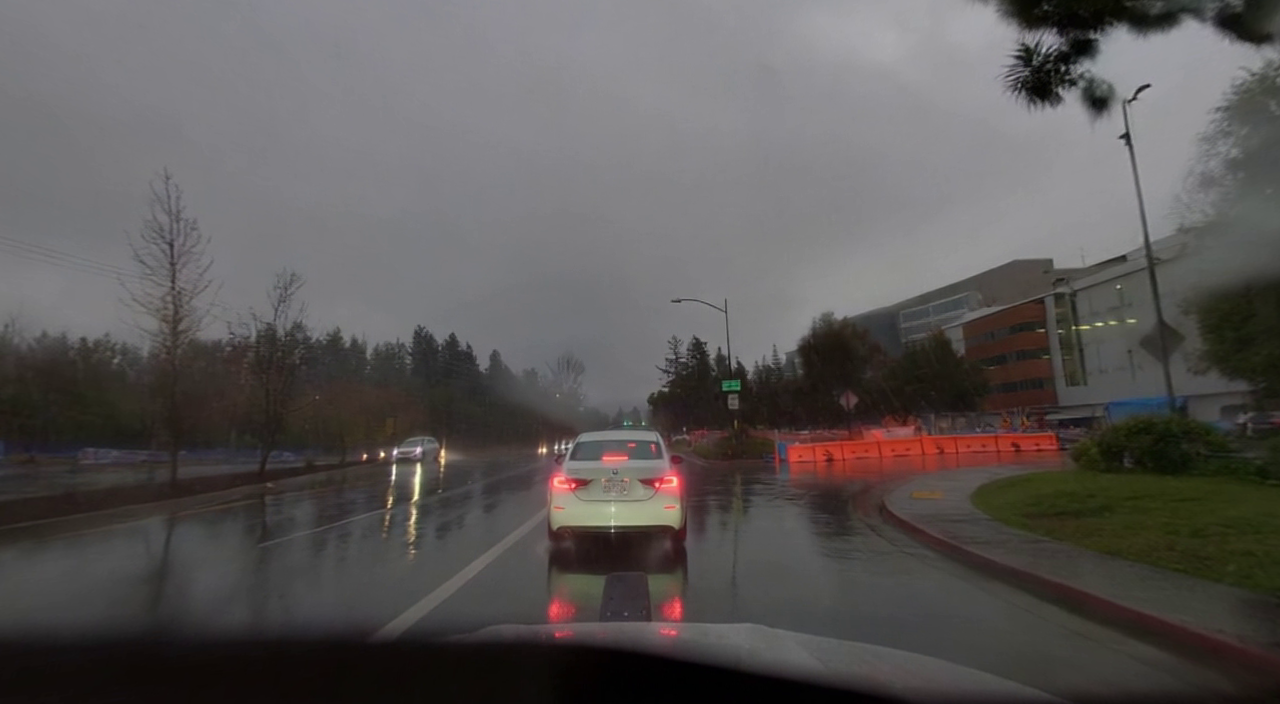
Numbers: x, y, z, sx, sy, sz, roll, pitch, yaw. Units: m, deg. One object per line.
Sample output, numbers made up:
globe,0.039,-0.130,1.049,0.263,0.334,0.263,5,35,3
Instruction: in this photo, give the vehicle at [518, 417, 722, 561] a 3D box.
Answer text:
vehicle,-0.215,1.725,8.649,2.112,1.482,4.076,0,-8,0

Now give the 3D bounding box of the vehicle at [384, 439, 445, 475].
vehicle,-10.208,4.656,28.327,2.072,1.465,4.394,4,-9,-25
